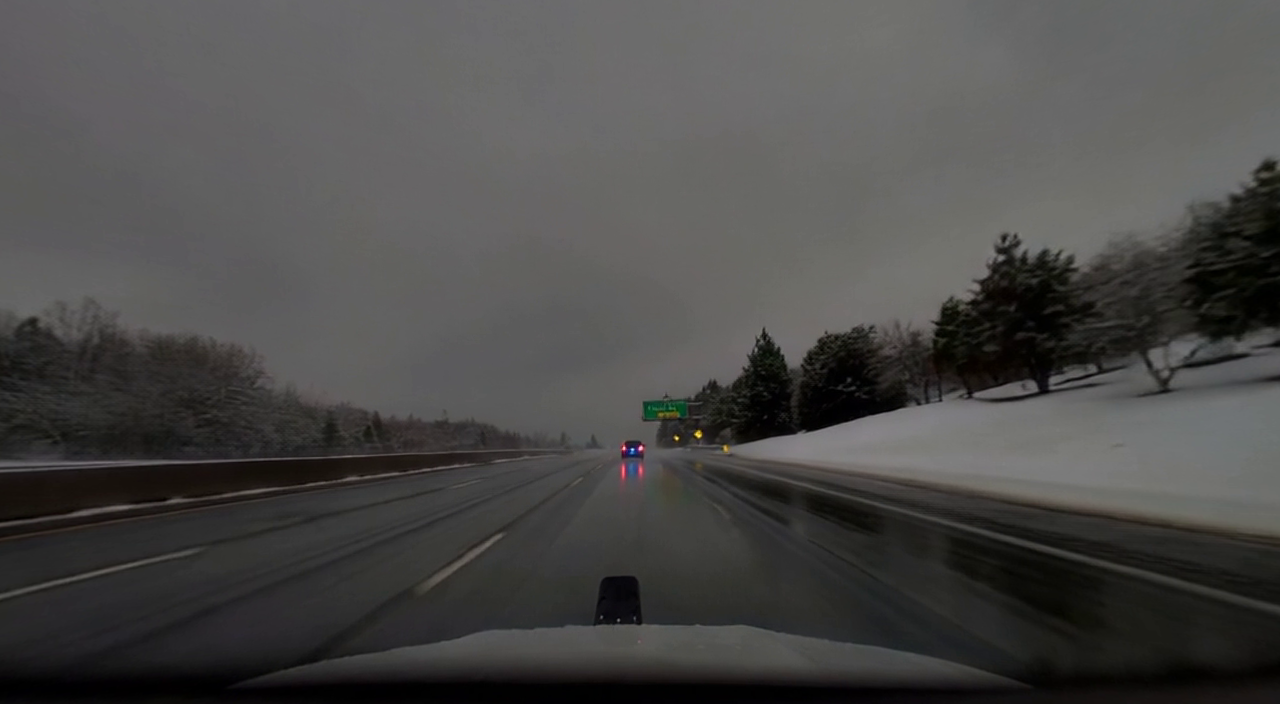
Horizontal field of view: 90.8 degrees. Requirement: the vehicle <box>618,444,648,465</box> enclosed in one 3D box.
[{"bbox_3d":[-0.520,7.422,45.887,2.080,1.468,3.884,0,-8,-1],"label":"vehicle"}]
